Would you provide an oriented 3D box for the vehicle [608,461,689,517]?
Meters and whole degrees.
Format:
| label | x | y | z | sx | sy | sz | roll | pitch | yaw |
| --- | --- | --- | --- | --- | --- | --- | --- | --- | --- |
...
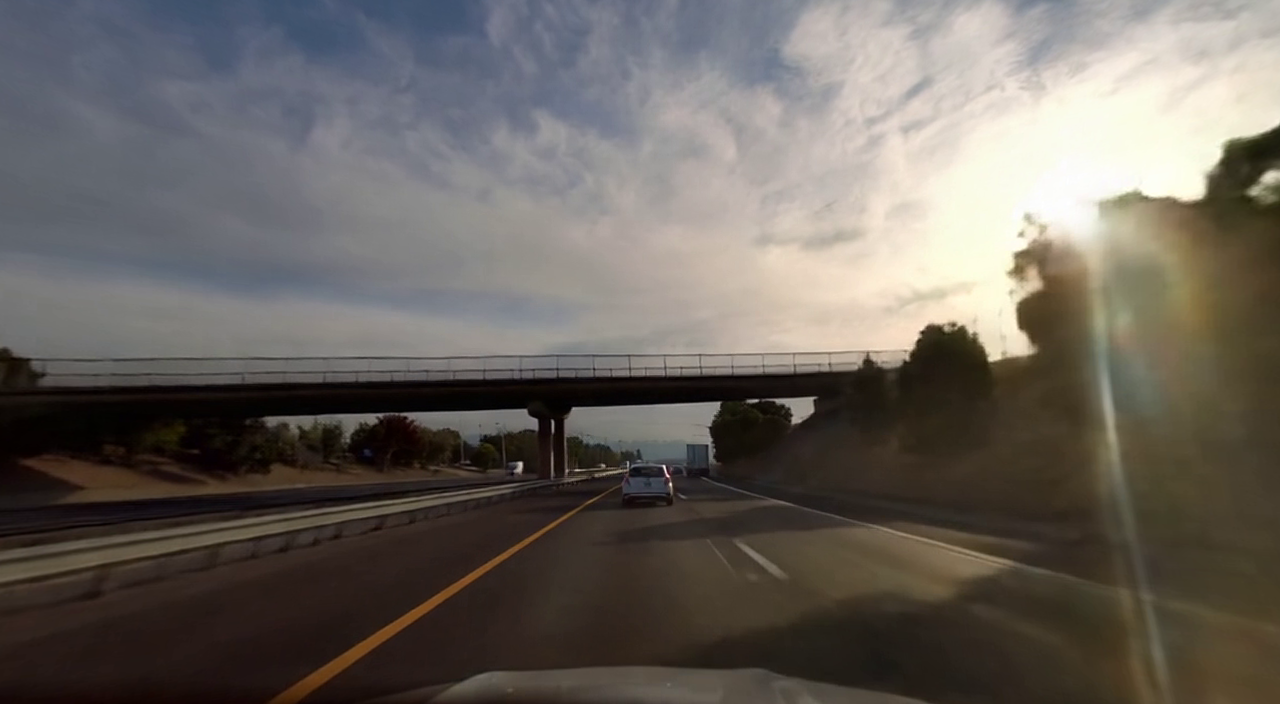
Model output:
| label | x | y | z | sx | sy | sz | roll | pitch | yaw |
| --- | --- | --- | --- | --- | --- | --- | --- | --- | --- |
| vehicle | 0.224 | 4.022 | 18.695 | 2.156 | 1.444 | 3.762 | 1 | -11 | 0 |
